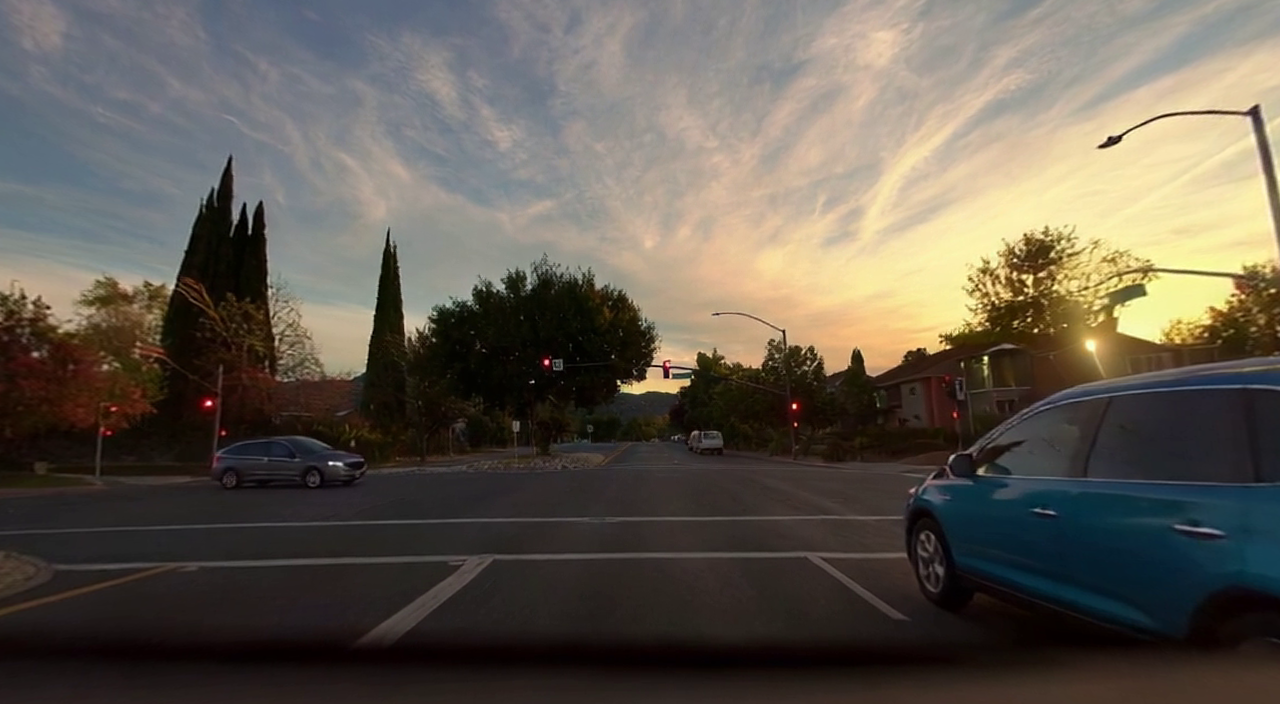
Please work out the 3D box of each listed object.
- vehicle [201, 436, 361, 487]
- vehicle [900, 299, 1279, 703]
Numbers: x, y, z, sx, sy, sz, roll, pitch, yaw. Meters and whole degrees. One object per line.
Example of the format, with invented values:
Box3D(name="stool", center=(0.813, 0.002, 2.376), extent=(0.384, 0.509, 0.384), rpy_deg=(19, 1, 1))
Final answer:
Box3D(name="vehicle", center=(-12.789, 3.921, 22.889), extent=(4.737, 1.659, 2.042), rpy_deg=(4, -10, -26))
Box3D(name="vehicle", center=(3.450, 0.818, 3.022), extent=(2.229, 1.795, 4.927), rpy_deg=(0, -9, -1))
